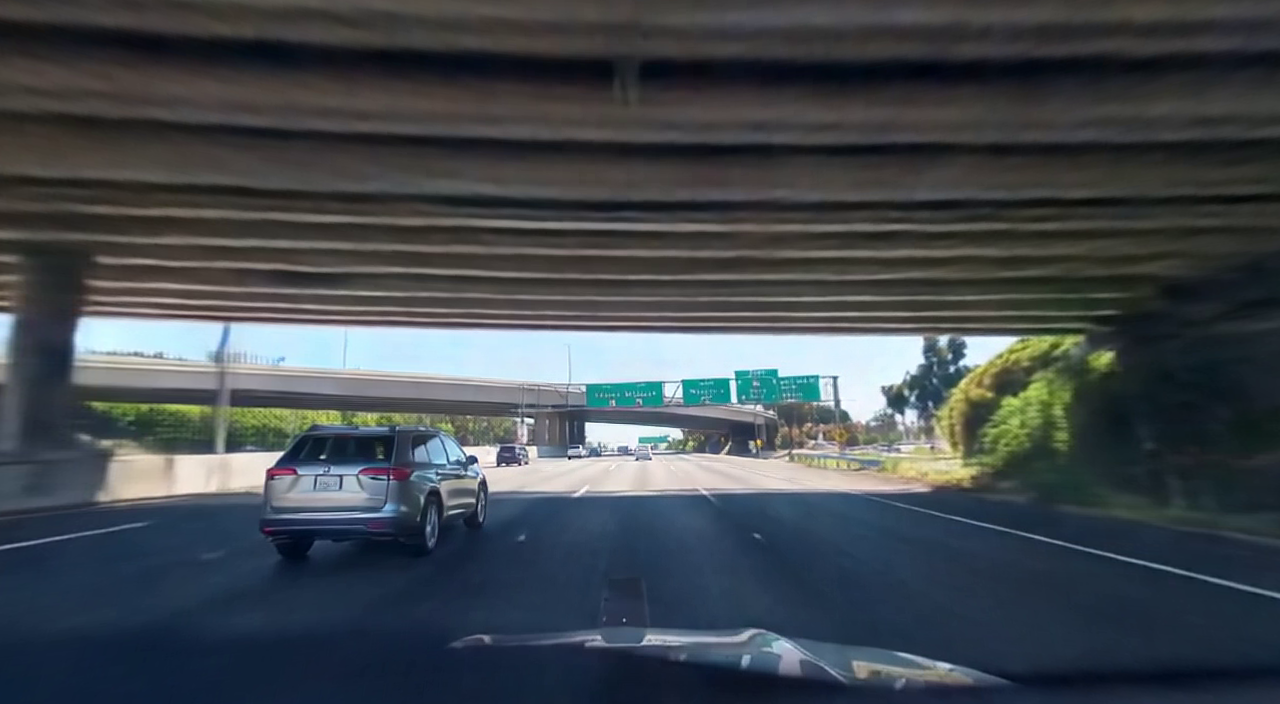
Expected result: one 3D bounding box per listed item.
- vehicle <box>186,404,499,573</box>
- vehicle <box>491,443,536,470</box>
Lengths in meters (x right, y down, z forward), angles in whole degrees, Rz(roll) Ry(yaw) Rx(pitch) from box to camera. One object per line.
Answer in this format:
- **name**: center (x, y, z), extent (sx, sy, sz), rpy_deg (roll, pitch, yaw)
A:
- **vehicle**: center (-3.653, 1.772, 8.949), extent (2.214, 1.759, 4.435), rpy_deg (-1, -8, 1)
- **vehicle**: center (-7.744, 6.425, 38.991), extent (1.871, 1.542, 4.371), rpy_deg (0, -8, 0)
